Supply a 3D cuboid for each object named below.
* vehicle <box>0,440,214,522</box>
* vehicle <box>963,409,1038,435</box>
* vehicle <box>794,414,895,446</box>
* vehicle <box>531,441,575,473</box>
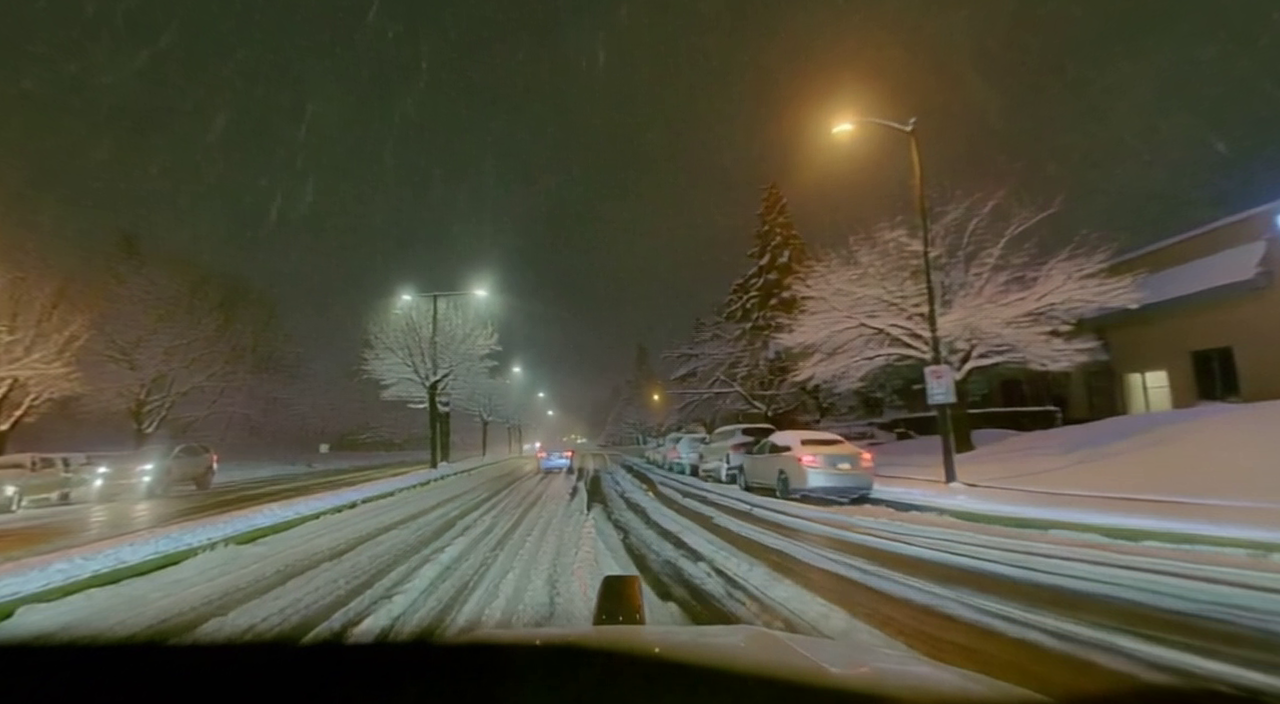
[{"bbox_3d":[-13.535,3.181,16.271,2.275,1.752,4.858,1,-8,-8],"label":"vehicle"},{"bbox_3d":[25.311,4.976,44.580,2.175,1.626,4.598,1,-8,-7],"label":"vehicle"},{"bbox_3d":[11.354,4.377,35.200,4.851,1.737,2.189,2,-9,-11],"label":"vehicle"},{"bbox_3d":[-4.935,5.795,35.261,2.197,1.642,4.312,2,-9,-11],"label":"vehicle"}]
